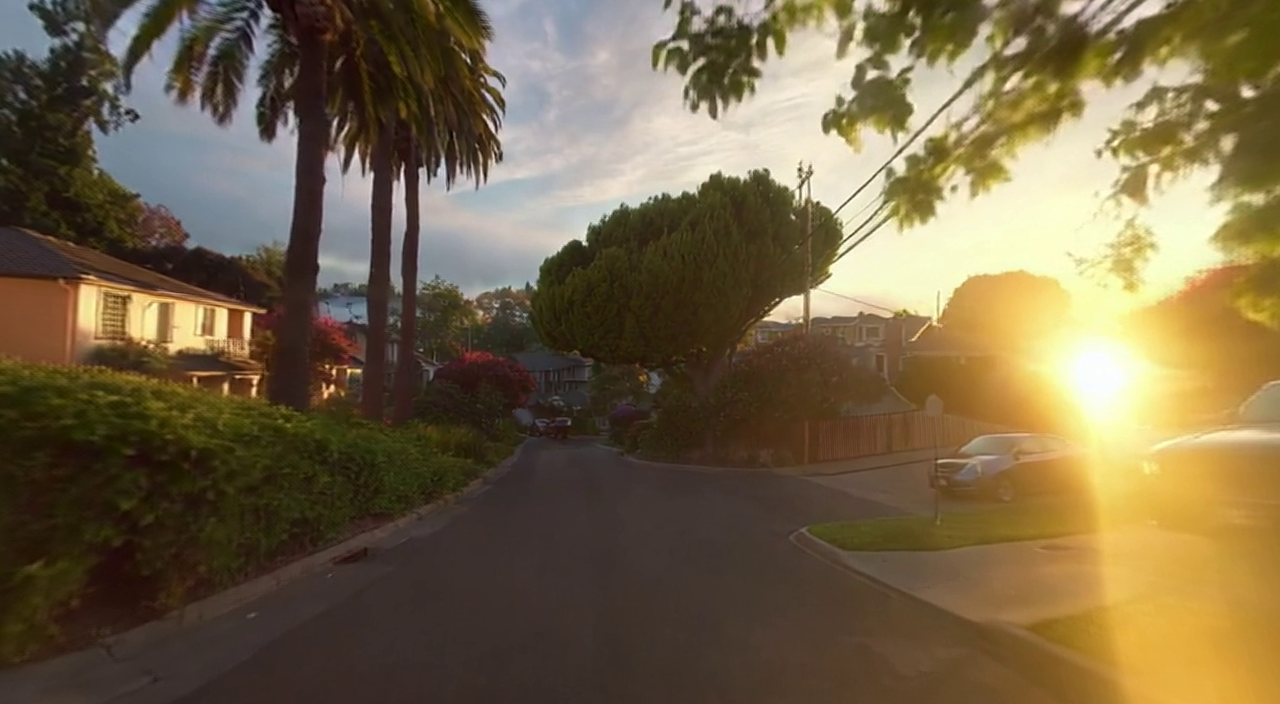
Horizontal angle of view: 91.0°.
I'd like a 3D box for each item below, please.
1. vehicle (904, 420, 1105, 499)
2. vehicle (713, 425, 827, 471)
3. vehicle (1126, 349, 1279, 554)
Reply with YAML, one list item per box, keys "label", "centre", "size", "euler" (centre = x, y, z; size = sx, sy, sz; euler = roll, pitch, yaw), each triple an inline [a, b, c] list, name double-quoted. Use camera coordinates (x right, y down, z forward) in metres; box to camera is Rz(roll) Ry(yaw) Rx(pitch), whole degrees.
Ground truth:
- label: "vehicle"
  centre: [10.067, 2.988, 17.546]
  size: [4.443, 1.948, 2.230]
  euler: [2, -12, -18]
- label: "vehicle"
  centre: [6.754, 5.057, 32.675]
  size: [5.663, 1.913, 2.170]
  euler: [8, -14, -27]
- label: "vehicle"
  centre: [9.839, 1.237, 7.869]
  size: [6.615, 2.137, 2.578]
  euler: [3, -10, -20]
